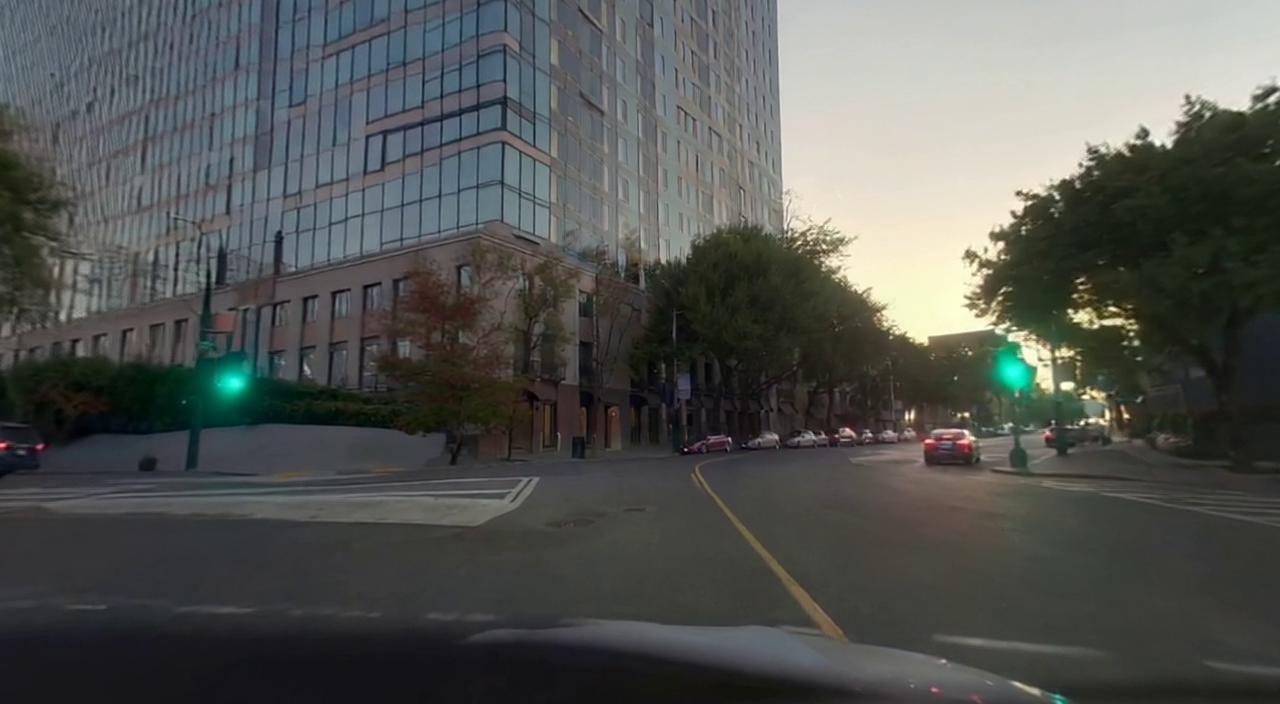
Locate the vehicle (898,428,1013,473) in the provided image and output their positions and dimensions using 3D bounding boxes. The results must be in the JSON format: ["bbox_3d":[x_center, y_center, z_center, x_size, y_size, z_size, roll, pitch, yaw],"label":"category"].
[{"bbox_3d":[11.577,3.651,23.565,2.148,1.488,4.508,0,-8,3],"label":"vehicle"}]

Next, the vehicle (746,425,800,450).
[{"bbox_3d":[8.248,5.272,38.779,1.852,1.465,4.092,-5,-9,32],"label":"vehicle"}]

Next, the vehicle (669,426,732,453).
[{"bbox_3d":[3.935,5.675,40.620,1.922,1.628,4.291,-7,-10,40],"label":"vehicle"}]
